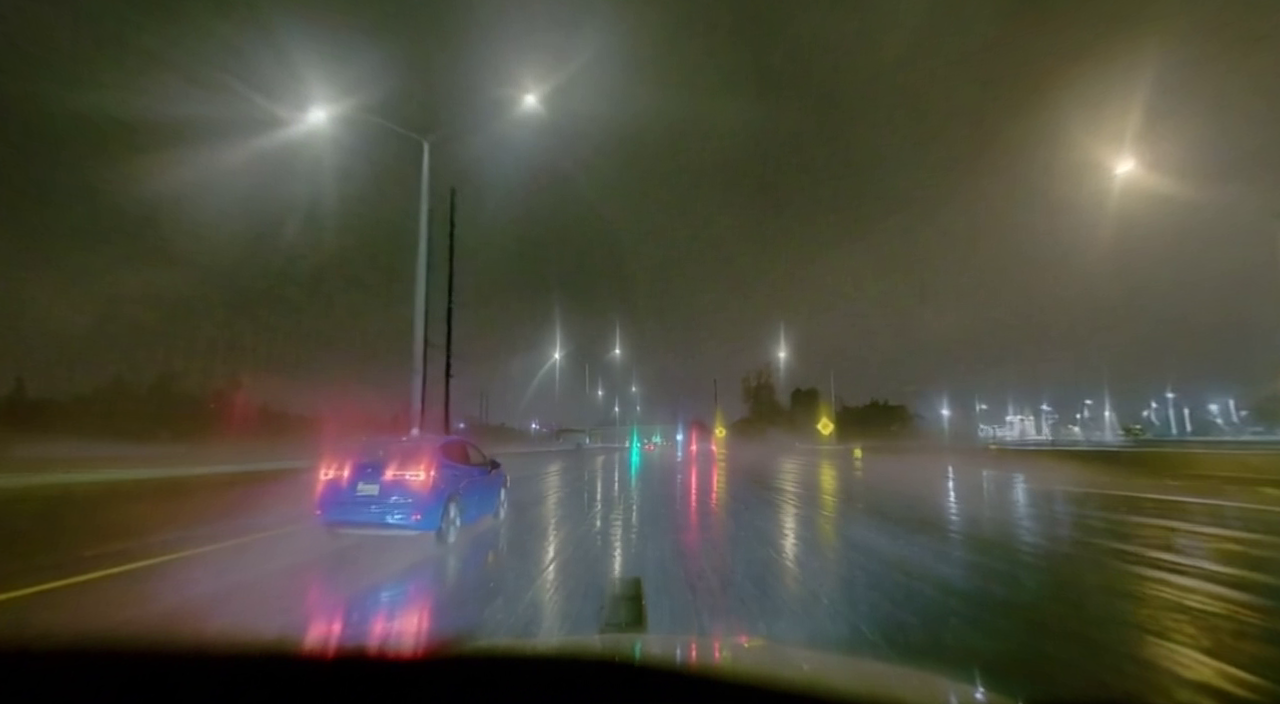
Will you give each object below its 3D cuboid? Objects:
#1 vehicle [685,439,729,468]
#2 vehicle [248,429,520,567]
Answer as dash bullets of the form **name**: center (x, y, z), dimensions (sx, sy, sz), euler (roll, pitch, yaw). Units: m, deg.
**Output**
- **vehicle**: center (3.682, 5.663, 35.463), dimensions (1.949, 1.515, 4.374), euler (0, -8, -1)
- **vehicle**: center (-3.294, 1.959, 9.380), dimensions (1.979, 1.505, 4.705), euler (0, -8, 1)
